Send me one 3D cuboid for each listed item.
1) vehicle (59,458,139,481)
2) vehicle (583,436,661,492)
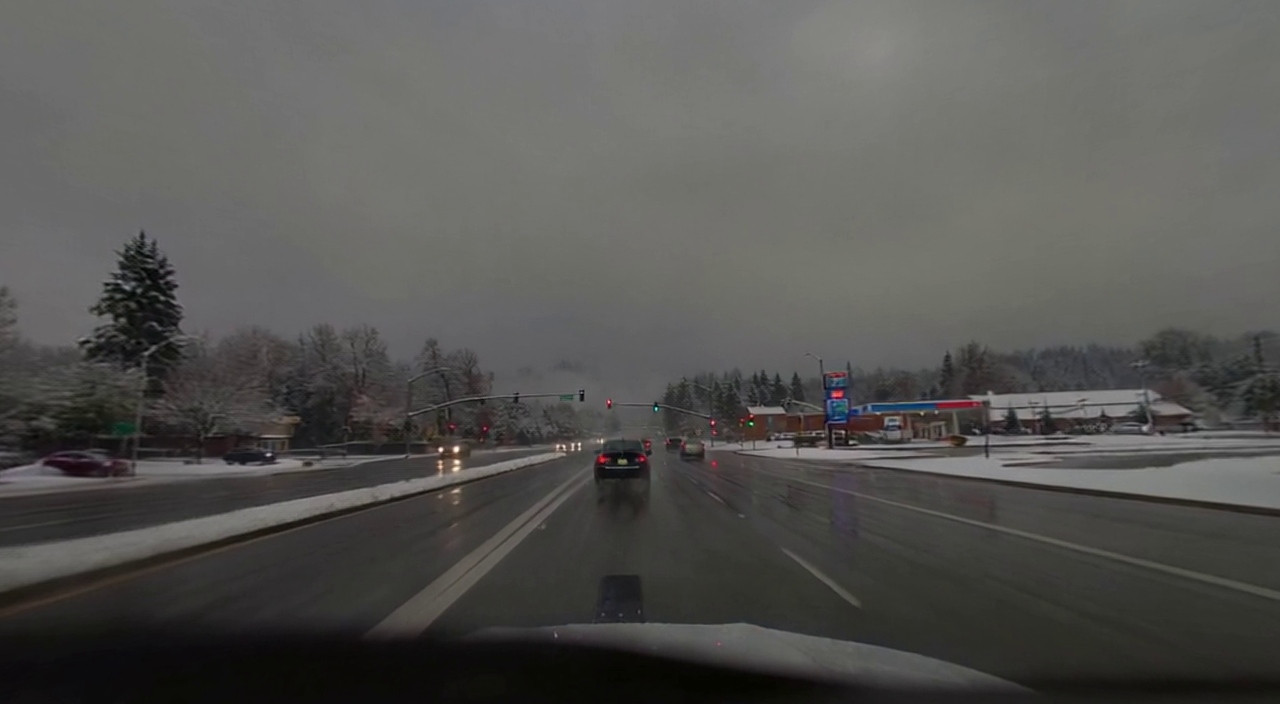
[{"bbox_3d":[-36.217,7.850,42.349,3.670,1.430,1.897,-1,-9,5],"label":"vehicle"},{"bbox_3d":[-0.456,3.197,18.292,2.040,1.451,3.736,0,-9,0],"label":"vehicle"}]
